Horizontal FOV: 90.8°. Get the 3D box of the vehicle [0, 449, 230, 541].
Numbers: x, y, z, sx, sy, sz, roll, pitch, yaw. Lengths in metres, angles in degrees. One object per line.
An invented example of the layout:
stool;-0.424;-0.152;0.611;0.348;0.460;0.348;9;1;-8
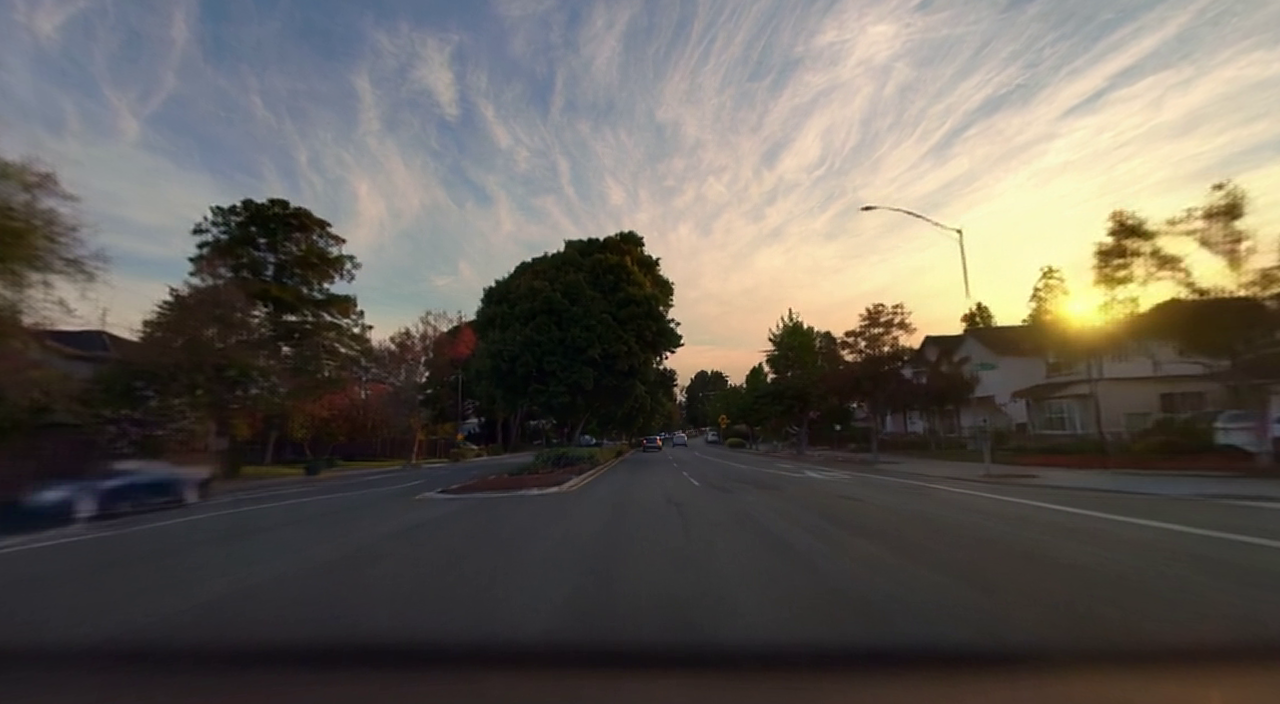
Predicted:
vehicle;-10.619;2.695;12.615;1.960;1.465;4.194;0;-8;1
